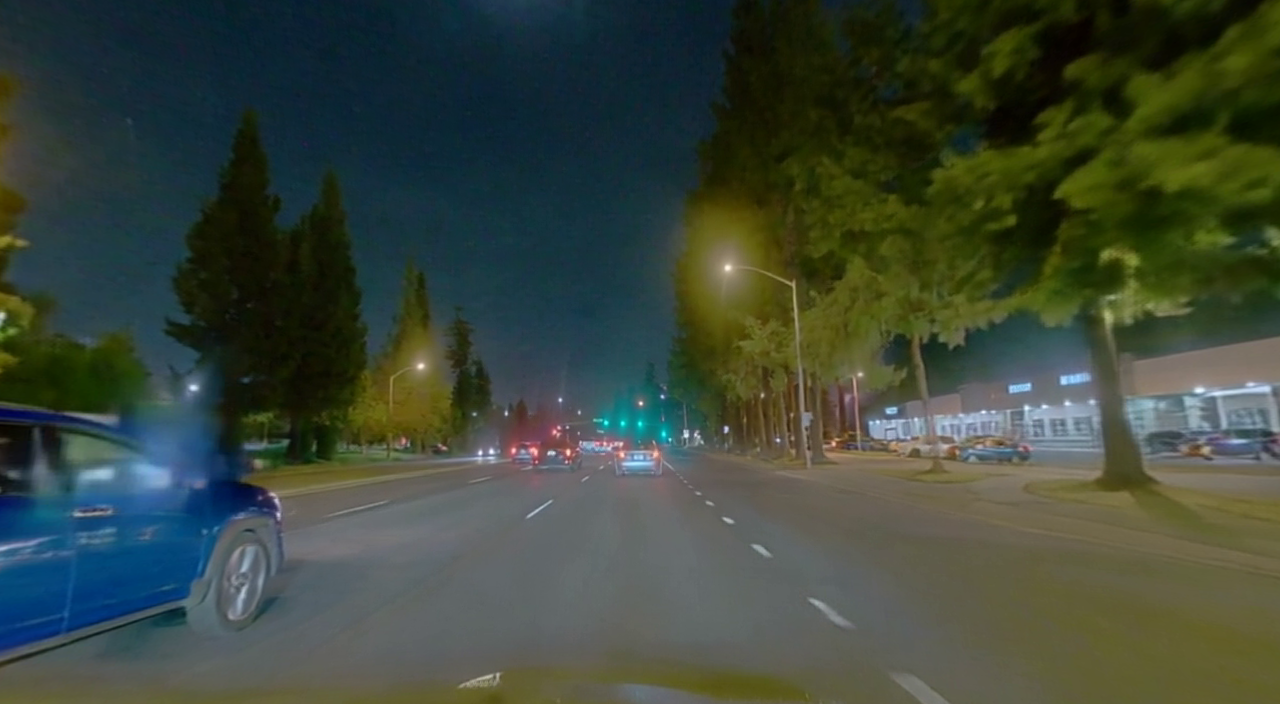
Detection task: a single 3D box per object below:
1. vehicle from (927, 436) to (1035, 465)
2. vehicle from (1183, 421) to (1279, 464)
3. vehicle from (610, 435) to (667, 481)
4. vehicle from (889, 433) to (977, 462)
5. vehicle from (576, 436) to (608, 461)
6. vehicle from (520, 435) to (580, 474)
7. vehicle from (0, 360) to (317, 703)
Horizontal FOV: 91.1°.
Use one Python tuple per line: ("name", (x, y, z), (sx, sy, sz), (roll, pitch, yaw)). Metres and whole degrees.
("vehicle", (17.640, 5.123, 32.578), (4.460, 1.449, 1.959), (0, -8, -2))
("vehicle", (28.723, 4.270, 29.559), (4.173, 1.920, 2.168), (0, -9, -1))
("vehicle", (-0.049, 4.101, 24.516), (2.042, 1.641, 4.187), (0, -8, 0))
("vehicle", (17.391, 5.684, 37.365), (4.290, 1.664, 1.893), (1, -8, -4))
("vehicle", (-3.604, 7.343, 47.701), (2.047, 1.810, 4.414), (0, -8, 1))
("vehicle", (-4.132, 4.799, 29.617), (2.113, 1.713, 4.422), (0, -8, 1))
("vehicle", (-3.751, 0.928, 3.107), (2.070, 1.641, 4.152), (0, -8, 0))
